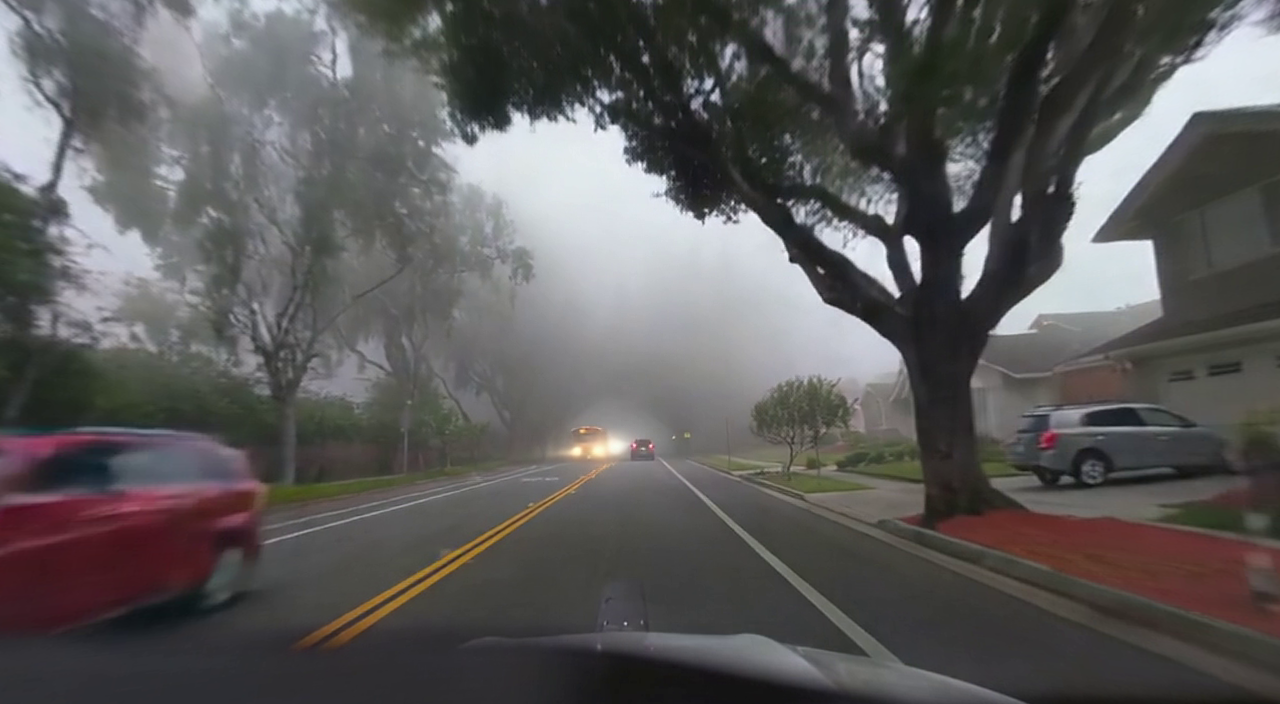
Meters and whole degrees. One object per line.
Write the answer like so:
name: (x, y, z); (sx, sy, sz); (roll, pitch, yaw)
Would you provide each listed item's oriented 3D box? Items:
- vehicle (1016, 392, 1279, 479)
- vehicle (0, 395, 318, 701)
vehicle: (12.097, 2.014, 15.146); (4.693, 1.929, 2.093); (0, -8, 1)
vehicle: (-4.489, 1.272, 4.398); (2.102, 1.620, 4.575); (-5, -8, 0)
